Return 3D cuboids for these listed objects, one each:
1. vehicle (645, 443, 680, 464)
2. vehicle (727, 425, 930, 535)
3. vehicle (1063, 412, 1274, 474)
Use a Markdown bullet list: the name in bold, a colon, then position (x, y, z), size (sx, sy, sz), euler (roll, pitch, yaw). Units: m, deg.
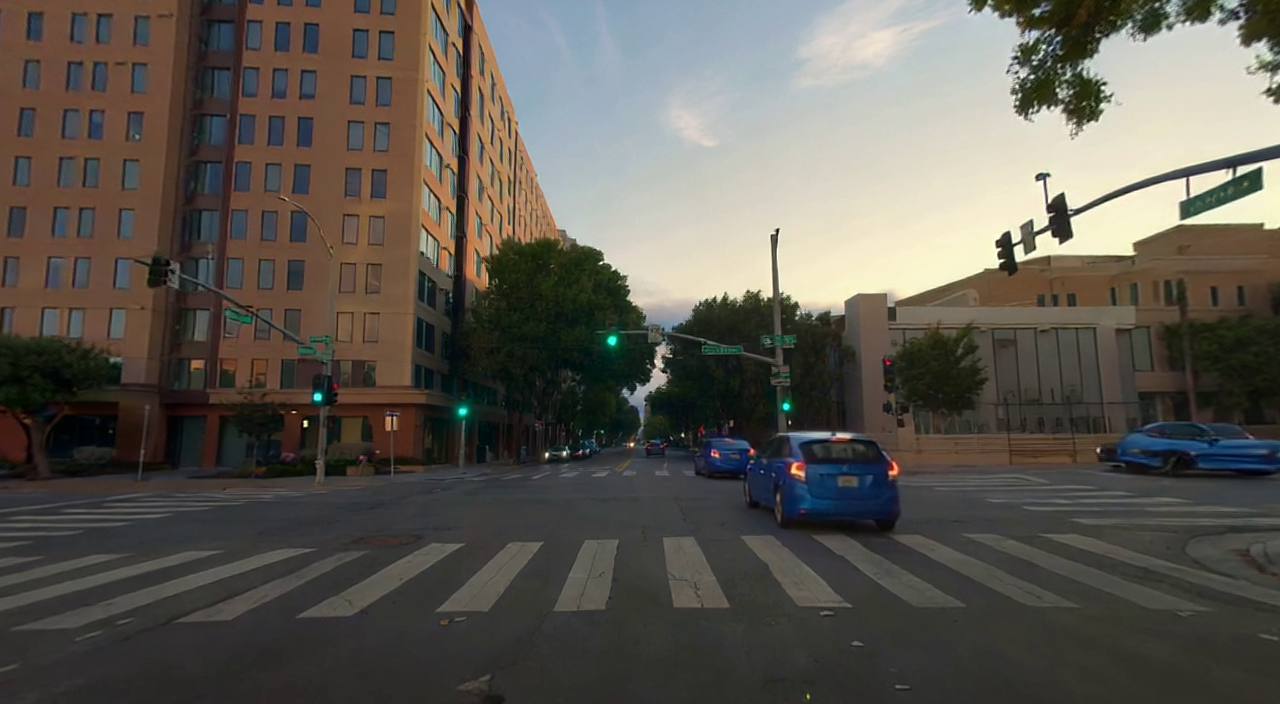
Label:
- **vehicle**: position (1.513, 7.125, 44.532), size (2.040, 1.421, 4.550), euler (0, -8, -3)
- **vehicle**: position (2.875, 2.066, 10.809), size (2.039, 1.470, 4.355), euler (0, -8, -1)
- **vehicle**: position (16.910, 2.938, 20.407), size (4.802, 1.860, 2.146), euler (0, -8, 1)
